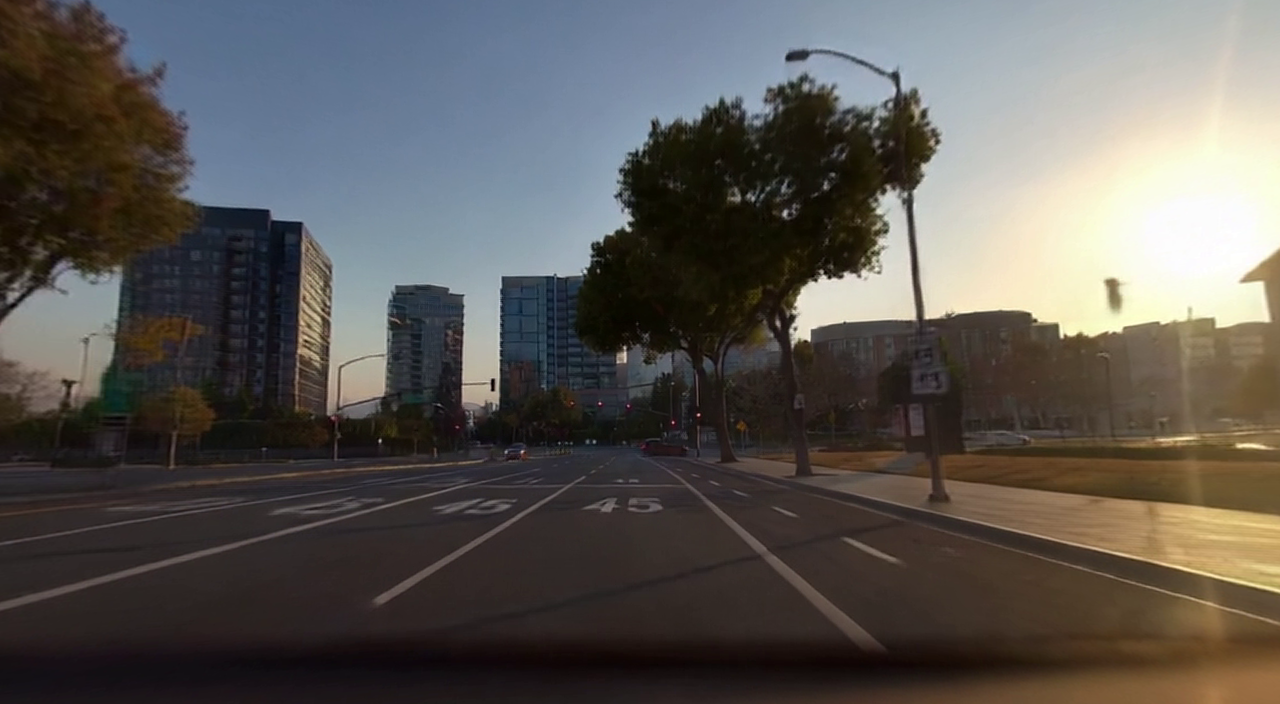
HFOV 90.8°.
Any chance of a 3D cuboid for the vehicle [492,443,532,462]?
[{"bbox_3d":[-9.777,7.730,48.671,2.089,1.390,4.555,0,-8,1],"label":"vehicle"}]
